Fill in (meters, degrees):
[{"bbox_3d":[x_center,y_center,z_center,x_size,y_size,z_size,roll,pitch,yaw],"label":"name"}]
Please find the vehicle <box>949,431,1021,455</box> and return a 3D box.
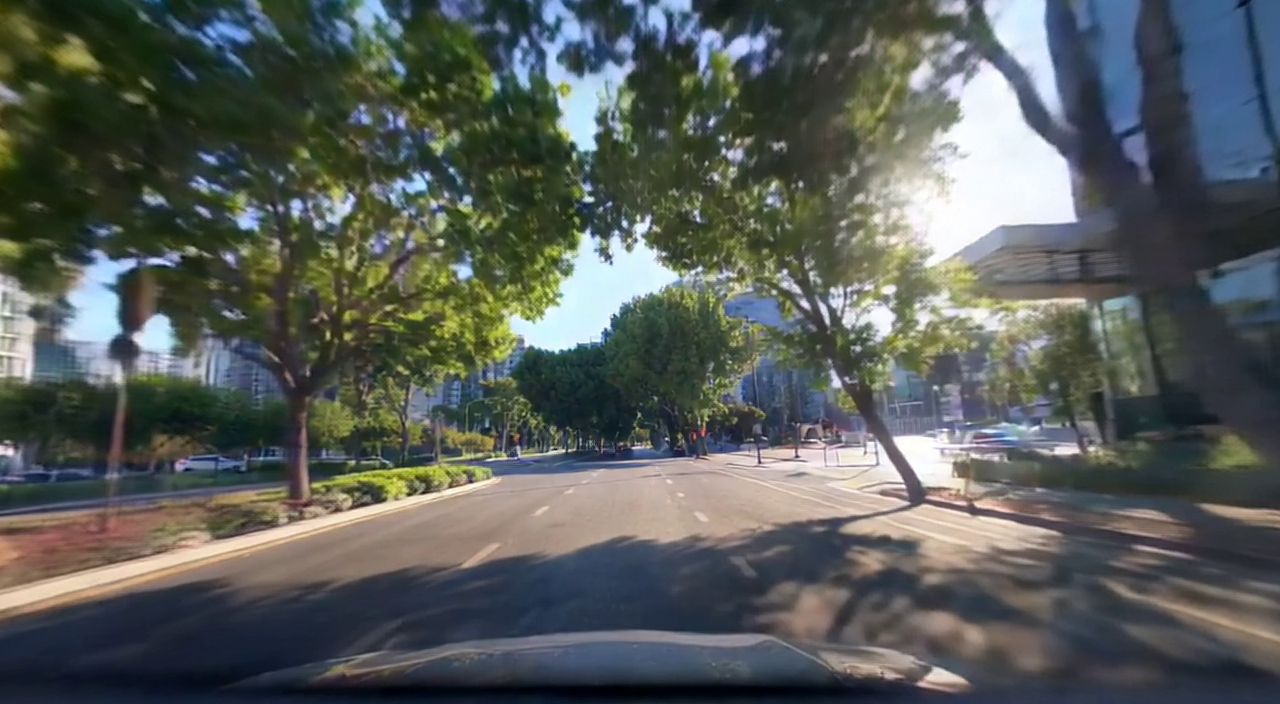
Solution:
[{"bbox_3d":[22.197,5.923,40.864,1.834,1.444,4.703,0,-8,-2],"label":"vehicle"}]
